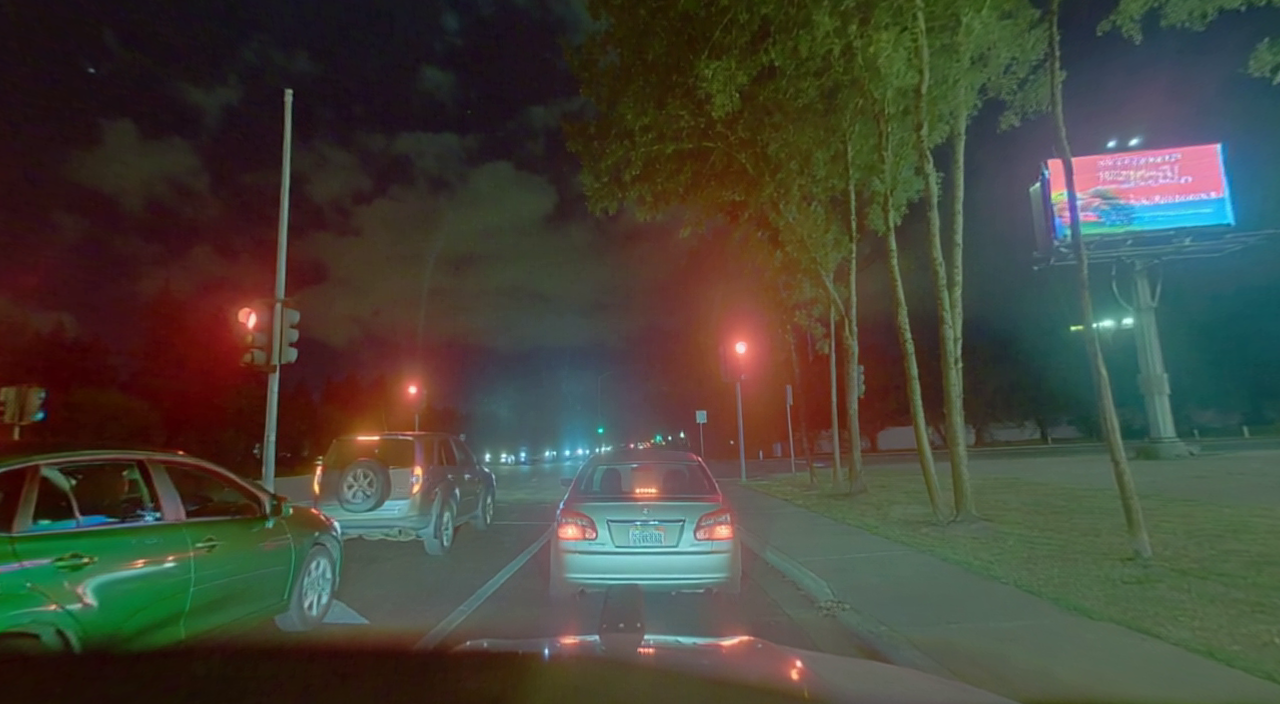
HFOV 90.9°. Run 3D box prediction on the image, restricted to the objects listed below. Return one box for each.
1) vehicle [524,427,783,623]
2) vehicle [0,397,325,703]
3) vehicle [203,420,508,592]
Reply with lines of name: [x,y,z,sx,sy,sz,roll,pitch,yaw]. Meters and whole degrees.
vehicle: [0.041,1.590,6.622,1.977,1.467,3.474,0,-9,-2]
vehicle: [-3.145,0.964,2.422,1.808,1.520,3.846,-1,-9,1]
vehicle: [-3.166,1.795,8.136,1.950,1.628,4.082,-1,-9,1]
